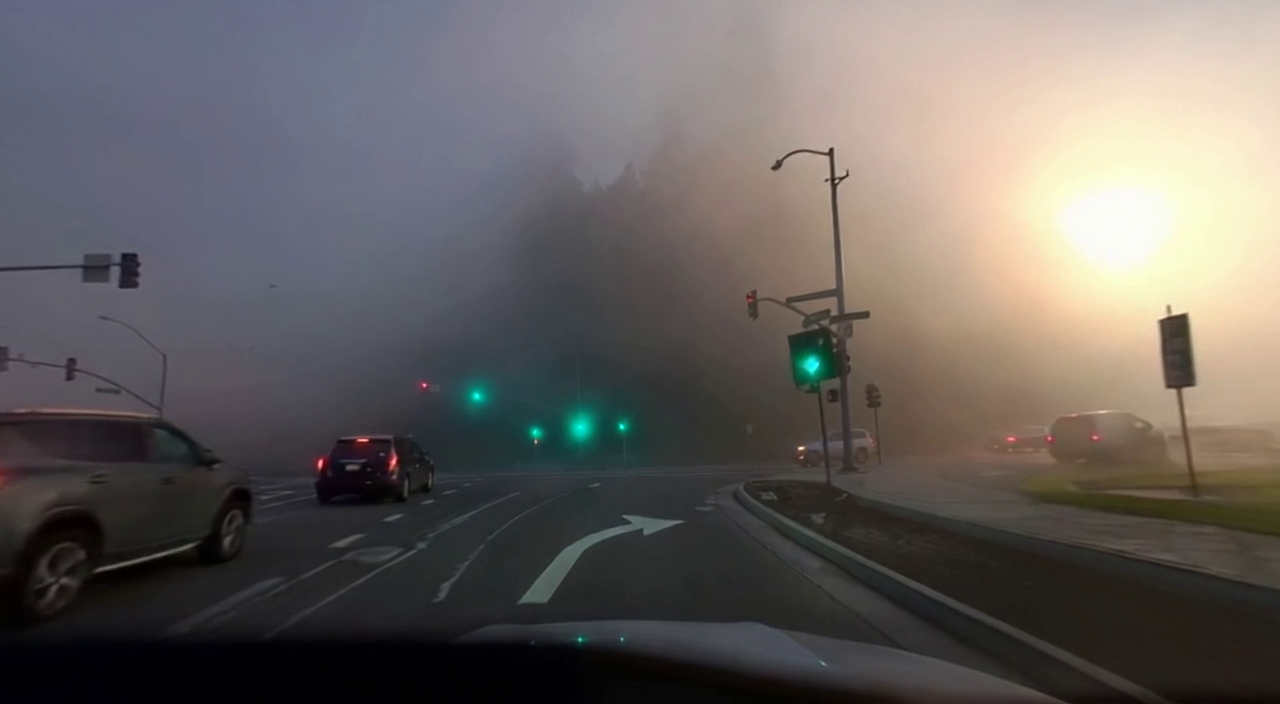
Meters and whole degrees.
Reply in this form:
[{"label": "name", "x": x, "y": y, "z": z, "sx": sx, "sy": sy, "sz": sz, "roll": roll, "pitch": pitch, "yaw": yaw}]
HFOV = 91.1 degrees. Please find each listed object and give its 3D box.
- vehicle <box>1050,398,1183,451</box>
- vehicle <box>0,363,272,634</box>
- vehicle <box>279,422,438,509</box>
[{"label": "vehicle", "x": 26.813, "y": 4.136, "z": 35.402, "sx": 6.269, "sy": 2.785, "sz": 2.334, "roll": 2, "pitch": -9, "yaw": -14}, {"label": "vehicle", "x": -5.596, "y": 1.215, "z": 5.728, "sx": 2.152, "sy": 1.822, "sz": 4.391, "roll": 1, "pitch": -8, "yaw": -6}, {"label": "vehicle", "x": -6.081, "y": 2.489, "z": 14.218, "sx": 2.024, "sy": 1.655, "sz": 4.301, "roll": 1, "pitch": -8, "yaw": -7}]
